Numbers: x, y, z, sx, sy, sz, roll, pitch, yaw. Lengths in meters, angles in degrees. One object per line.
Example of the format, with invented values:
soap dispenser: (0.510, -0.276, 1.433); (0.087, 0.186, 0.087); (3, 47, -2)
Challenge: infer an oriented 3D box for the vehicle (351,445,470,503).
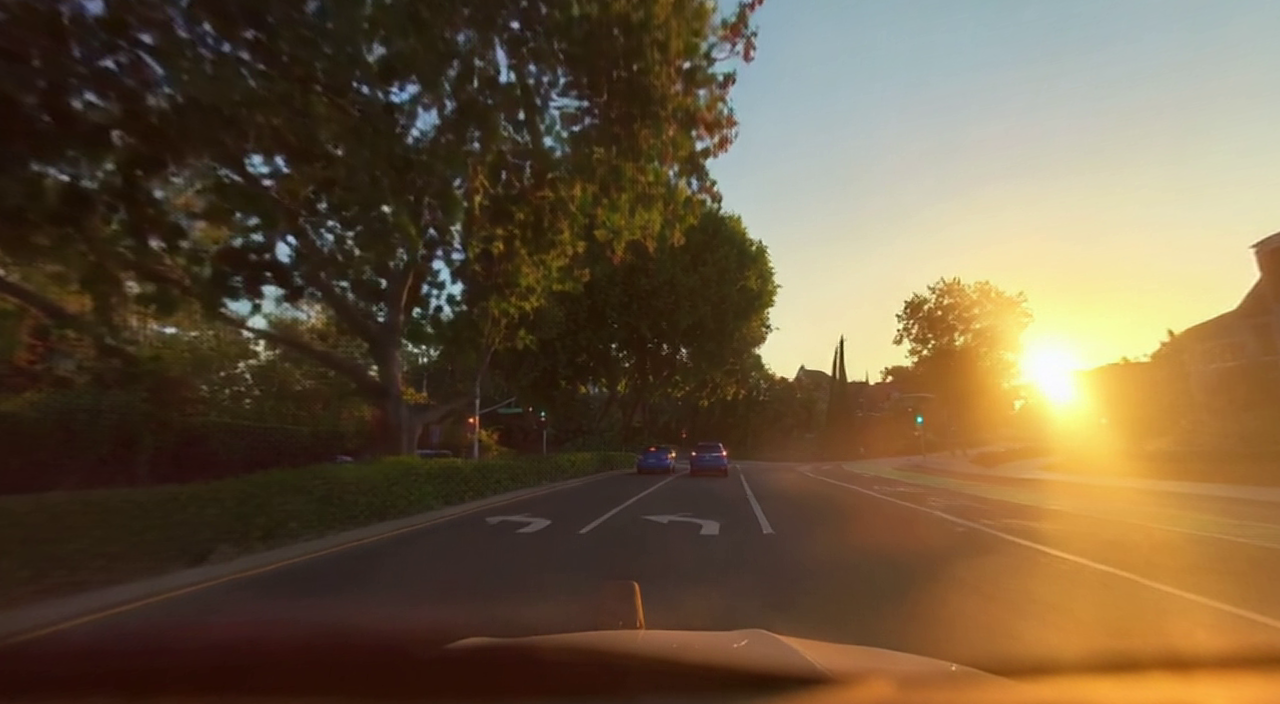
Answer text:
vehicle: (-7.318, 3.898, 20.718); (2.029, 1.667, 4.504); (-1, -9, 3)

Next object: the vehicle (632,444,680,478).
vehicle: (0.847, 5.222, 30.588); (1.923, 1.498, 3.887); (-2, -9, 7)

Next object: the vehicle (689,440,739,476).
vehicle: (3.769, 5.352, 32.117); (2.286, 1.701, 4.395); (-1, -9, 7)
